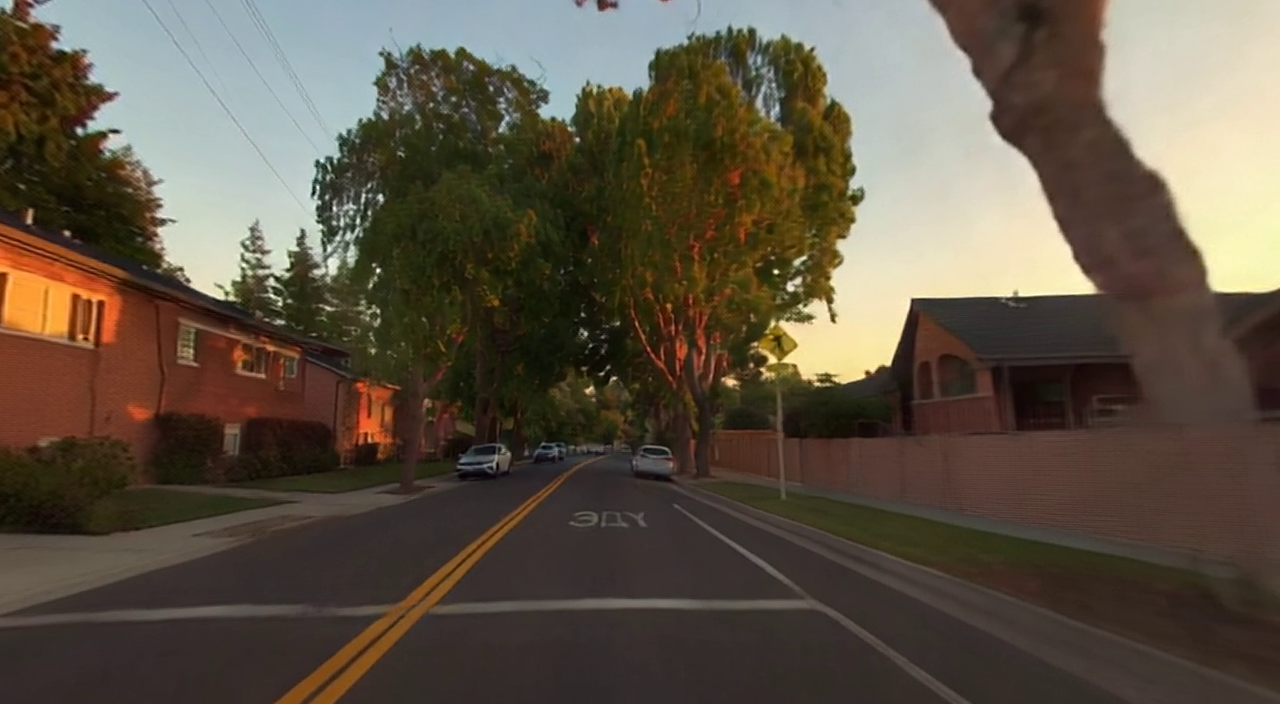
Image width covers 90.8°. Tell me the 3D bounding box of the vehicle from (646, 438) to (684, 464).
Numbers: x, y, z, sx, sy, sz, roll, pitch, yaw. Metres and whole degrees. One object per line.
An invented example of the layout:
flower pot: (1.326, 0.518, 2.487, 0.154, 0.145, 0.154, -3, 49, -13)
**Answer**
vehicle: (1.758, 7.211, 46.463, 1.937, 1.752, 4.574, 2, -8, -8)
